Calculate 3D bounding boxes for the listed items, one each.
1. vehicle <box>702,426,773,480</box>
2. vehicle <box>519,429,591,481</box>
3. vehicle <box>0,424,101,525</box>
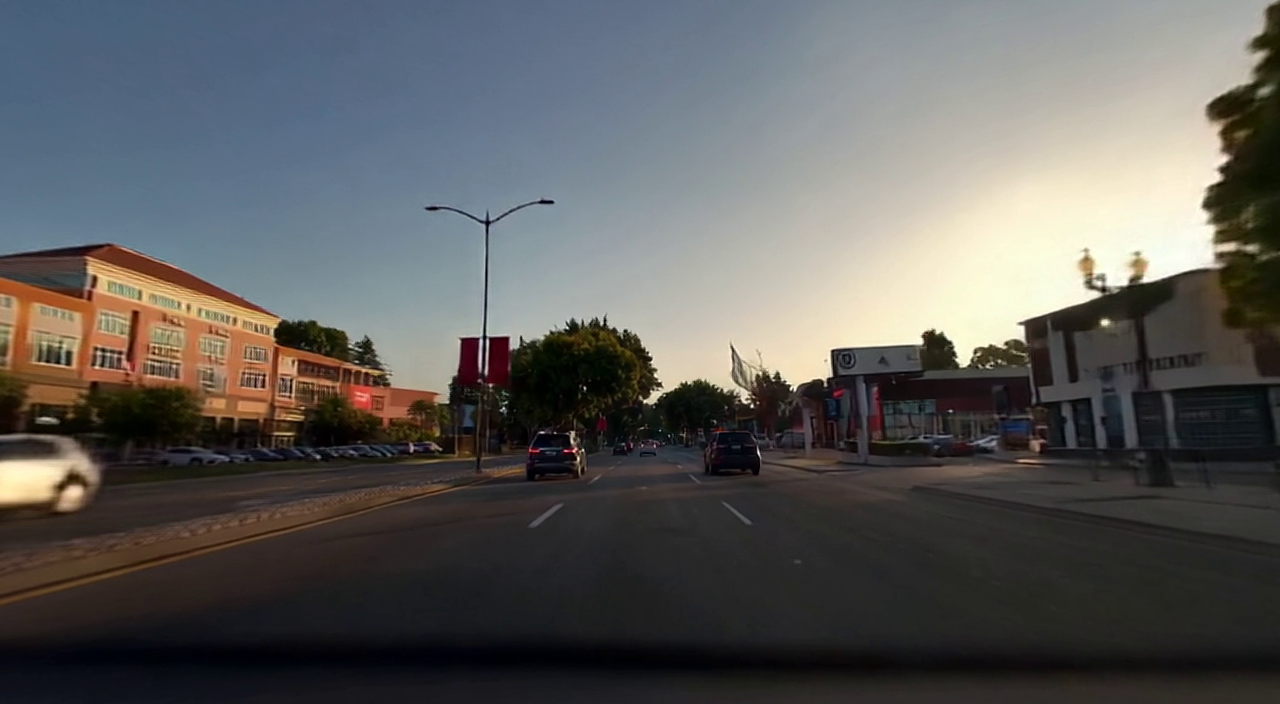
[{"bbox_3d":[3.743,3.973,24.973,2.024,1.921,4.431,0,-8,-1],"label":"vehicle"},{"bbox_3d":[-3.099,3.881,23.844,2.014,1.775,4.404,0,-8,1],"label":"vehicle"},{"bbox_3d":[-12.169,2.091,10.644,2.023,1.729,4.478,0,-8,0],"label":"vehicle"}]
